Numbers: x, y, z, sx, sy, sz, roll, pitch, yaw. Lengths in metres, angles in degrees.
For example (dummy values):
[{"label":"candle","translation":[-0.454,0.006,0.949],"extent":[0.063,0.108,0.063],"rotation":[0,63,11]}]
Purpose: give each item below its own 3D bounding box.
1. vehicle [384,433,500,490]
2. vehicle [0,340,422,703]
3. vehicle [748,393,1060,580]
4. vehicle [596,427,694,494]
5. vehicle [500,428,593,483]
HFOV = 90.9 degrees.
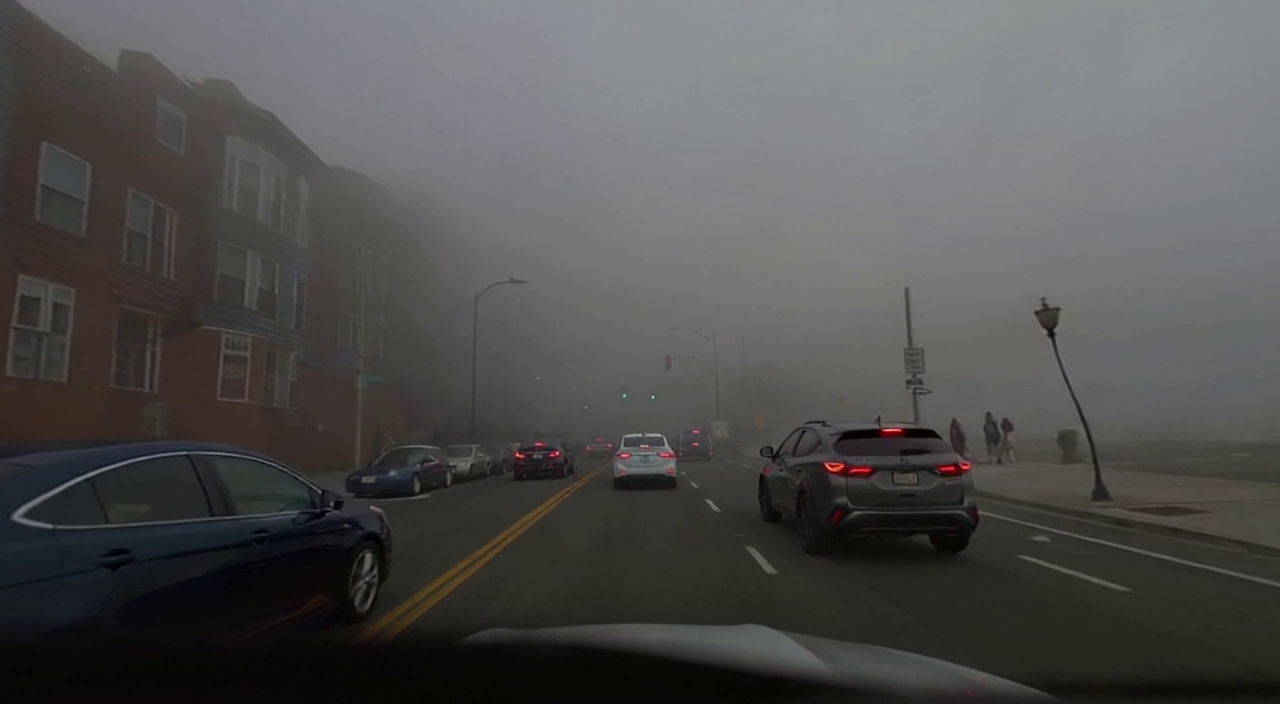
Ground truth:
[{"label":"vehicle","translation":[-5.784,3.220,19.031],"extent":[1.864,1.502,4.459],"rotation":[0,-8,3]},{"label":"vehicle","translation":[-3.023,1.011,3.569],"extent":[2.085,1.619,3.976],"rotation":[0,-8,1]},{"label":"vehicle","translation":[2.820,1.554,8.078],"extent":[2.094,1.709,4.394],"rotation":[0,-8,0]},{"label":"vehicle","translation":[0.100,2.709,16.127],"extent":[2.139,1.466,4.373],"rotation":[0,-8,0]},{"label":"vehicle","translation":[-2.750,3.177,19.696],"extent":[2.019,1.507,4.643],"rotation":[-1,-8,2]}]
